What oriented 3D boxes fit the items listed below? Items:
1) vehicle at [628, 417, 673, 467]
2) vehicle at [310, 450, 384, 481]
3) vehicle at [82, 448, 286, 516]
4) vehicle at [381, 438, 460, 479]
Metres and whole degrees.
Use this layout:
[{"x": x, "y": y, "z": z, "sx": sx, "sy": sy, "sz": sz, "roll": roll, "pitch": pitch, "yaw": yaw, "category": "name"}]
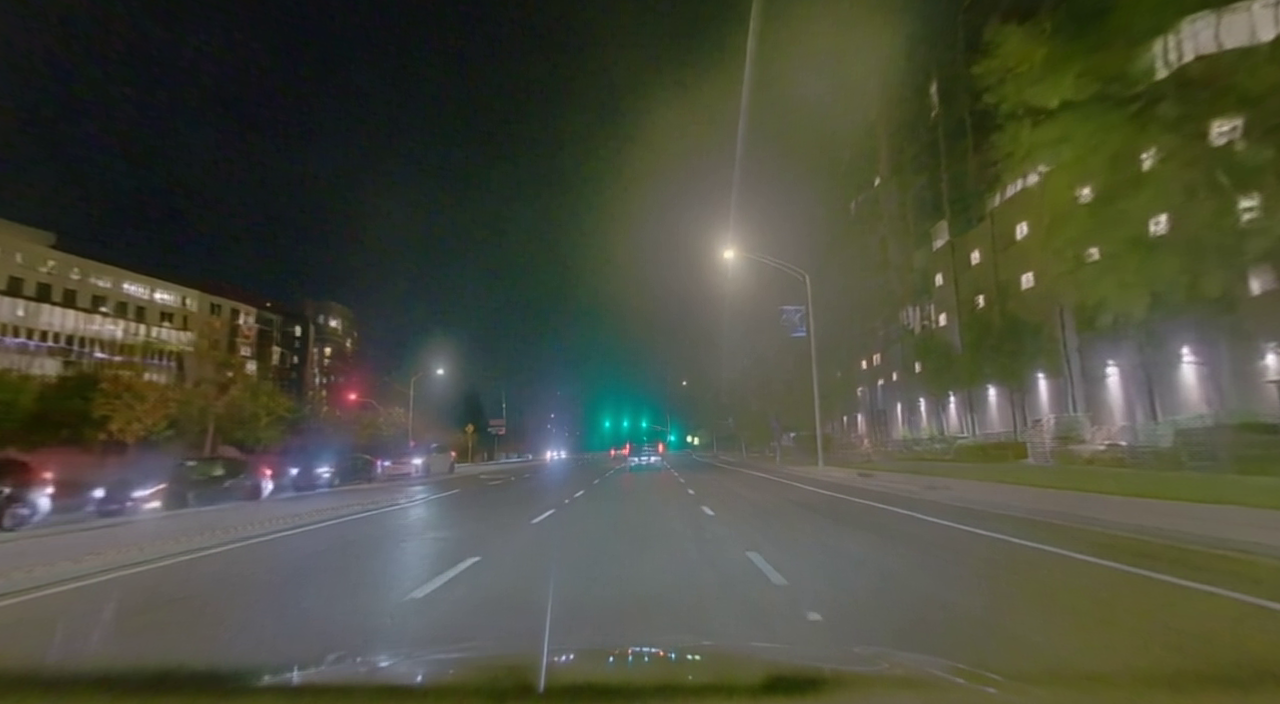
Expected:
[{"x": 0.691, "y": 6.428, "z": 44.851, "sx": 2.843, "sy": 3.120, "sz": 10.422, "roll": 0, "pitch": -8, "yaw": 0, "category": "vehicle"}, {"x": -18.781, "y": 7.284, "z": 40.728, "sx": 2.165, "sy": 1.795, "sz": 5.003, "roll": -1, "pitch": -8, "yaw": 3, "category": "vehicle"}, {"x": -11.747, "y": 3.336, "z": 16.750, "sx": 1.884, "sy": 1.486, "sz": 4.566, "roll": 0, "pitch": -8, "yaw": 2, "category": "vehicle"}, {"x": -11.288, "y": 5.510, "z": 32.867, "sx": 2.155, "sy": 1.941, "sz": 4.977, "roll": 0, "pitch": -8, "yaw": 2, "category": "vehicle"}]
